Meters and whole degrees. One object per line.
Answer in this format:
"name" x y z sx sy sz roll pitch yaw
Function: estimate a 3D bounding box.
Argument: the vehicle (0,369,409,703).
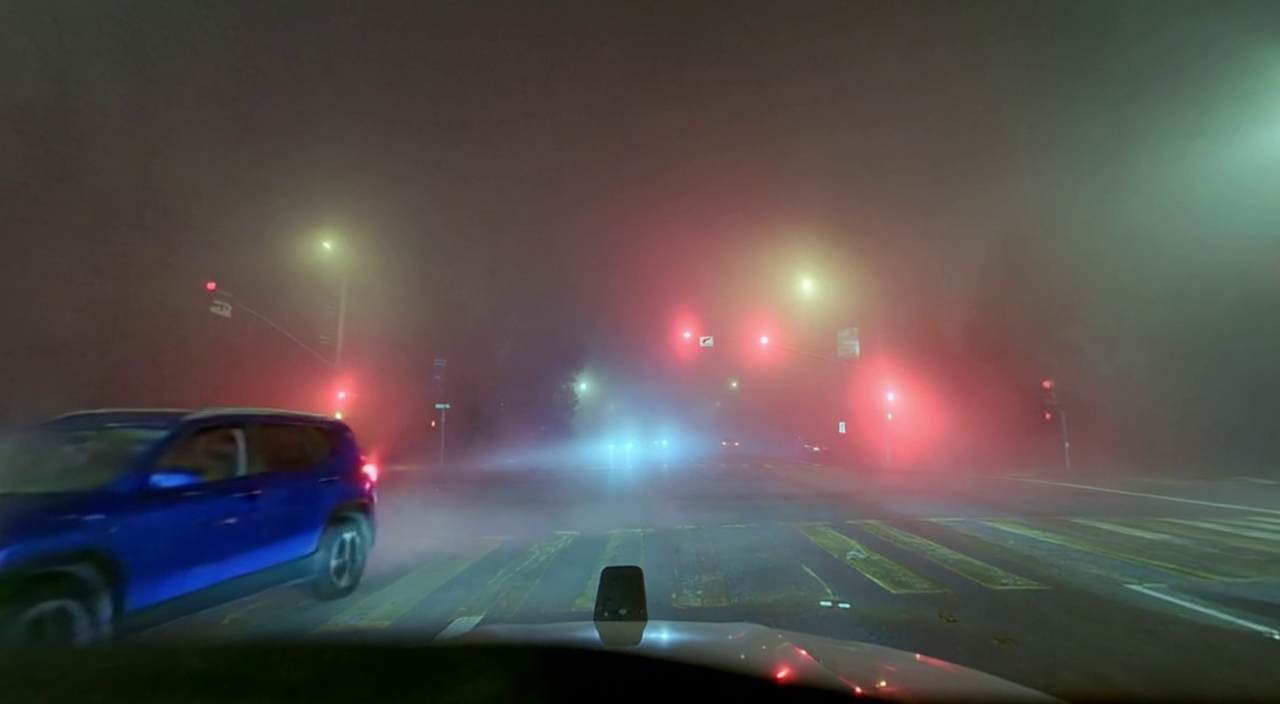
"vehicle" -3.872 1.195 4.491 2.134 1.768 4.580 -1 -8 9
